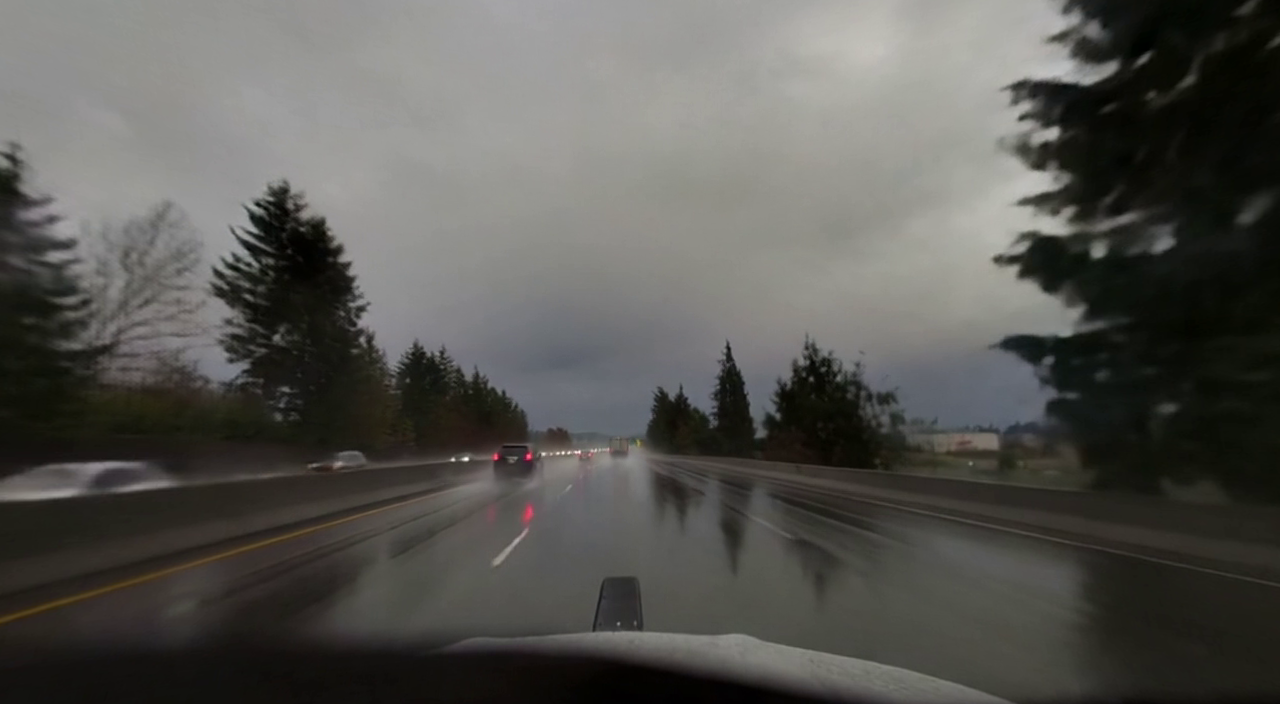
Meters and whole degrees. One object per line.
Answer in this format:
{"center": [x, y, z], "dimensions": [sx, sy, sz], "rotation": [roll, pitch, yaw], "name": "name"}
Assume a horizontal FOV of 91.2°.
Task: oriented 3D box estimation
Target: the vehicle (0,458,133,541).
{"center": [-13.078, 3.000, 12.974], "dimensions": [1.860, 1.507, 3.987], "rotation": [0, -9, -2], "name": "vehicle"}

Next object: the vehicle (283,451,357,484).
{"center": [-17.698, 6.387, 34.904], "dimensions": [1.929, 1.643, 4.311], "rotation": [0, -9, -2], "name": "vehicle"}

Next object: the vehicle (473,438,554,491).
{"center": [-4.402, 3.975, 22.529], "dimensions": [2.151, 1.693, 4.201], "rotation": [0, -9, -2], "name": "vehicle"}
